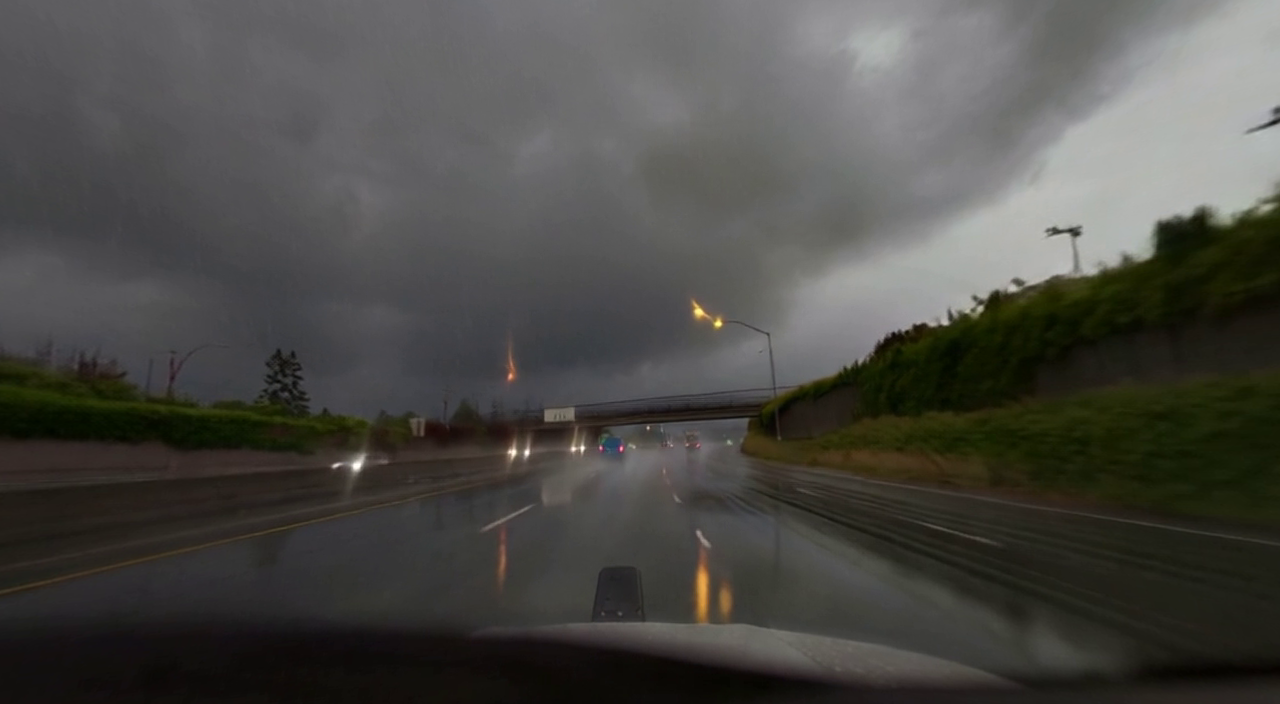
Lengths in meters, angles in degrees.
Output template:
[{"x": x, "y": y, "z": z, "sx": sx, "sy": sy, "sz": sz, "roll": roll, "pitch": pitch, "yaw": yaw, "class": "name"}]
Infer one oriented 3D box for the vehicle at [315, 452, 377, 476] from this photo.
[{"x": -20.090, "y": 7.638, "z": 43.342, "sx": 2.041, "sy": 1.479, "sz": 4.244, "roll": -1, "pitch": -8, "yaw": 3, "class": "vehicle"}]
